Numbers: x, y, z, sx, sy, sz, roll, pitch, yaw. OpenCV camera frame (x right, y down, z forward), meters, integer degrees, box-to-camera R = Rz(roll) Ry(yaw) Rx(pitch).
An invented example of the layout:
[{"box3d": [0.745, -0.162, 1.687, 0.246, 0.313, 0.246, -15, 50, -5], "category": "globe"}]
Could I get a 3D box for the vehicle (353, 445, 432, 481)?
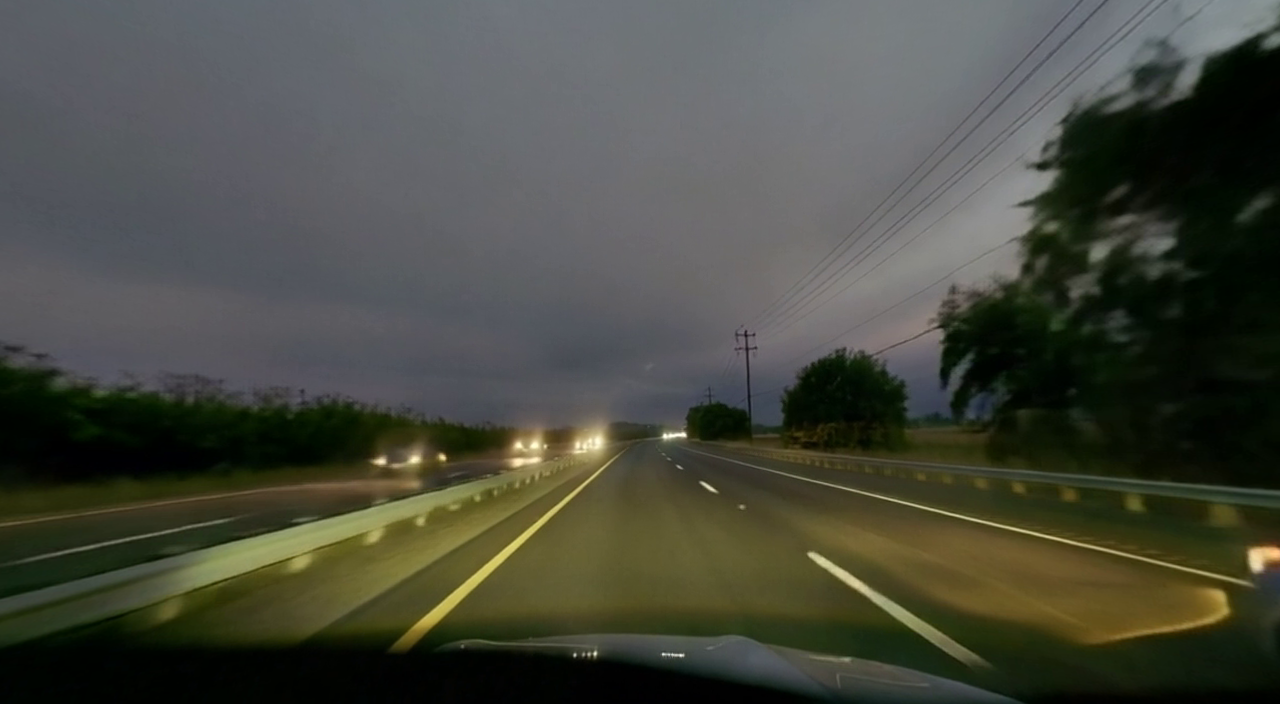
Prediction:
[{"box3d": [-11.061, 4.960, 28.354, 1.899, 1.437, 4.094, 0, -8, 0], "category": "vehicle"}]
